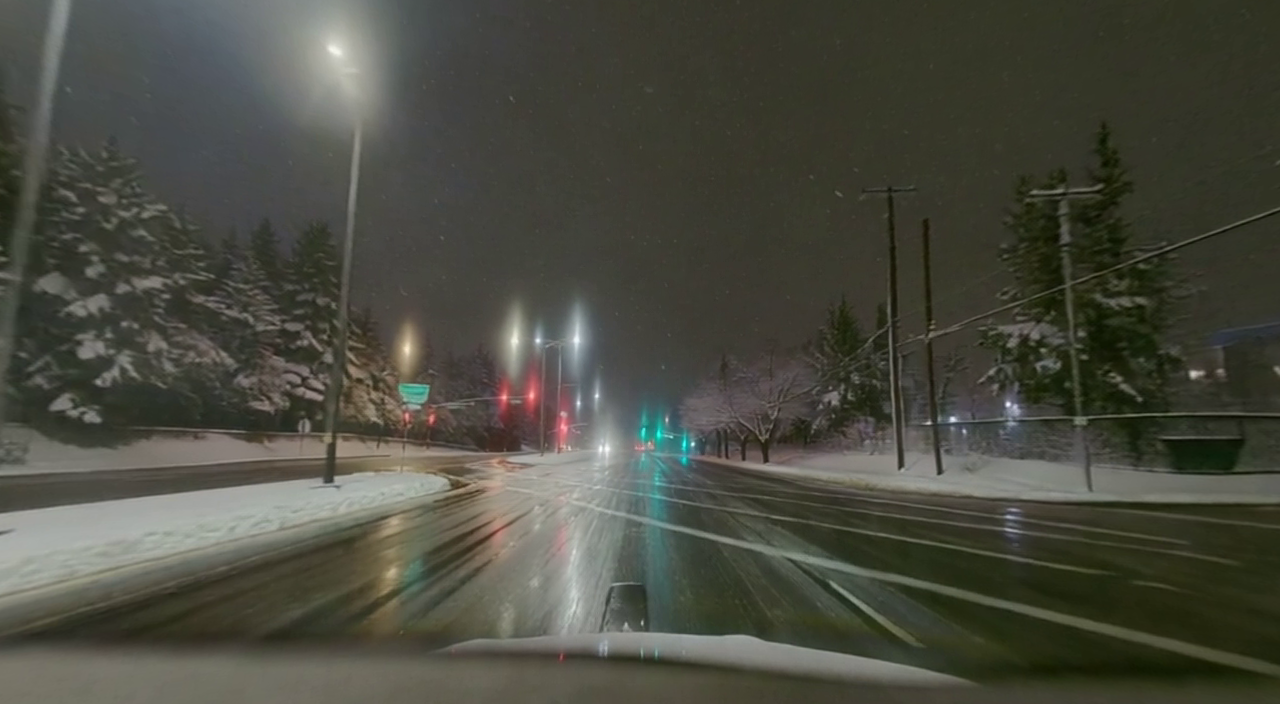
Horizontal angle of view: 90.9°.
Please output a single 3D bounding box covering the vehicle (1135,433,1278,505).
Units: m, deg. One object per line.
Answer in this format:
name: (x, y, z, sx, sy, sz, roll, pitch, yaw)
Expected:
vehicle: (15.911, 3.254, 17.927, 1.800, 1.840, 2.969, -3, -9, 17)
